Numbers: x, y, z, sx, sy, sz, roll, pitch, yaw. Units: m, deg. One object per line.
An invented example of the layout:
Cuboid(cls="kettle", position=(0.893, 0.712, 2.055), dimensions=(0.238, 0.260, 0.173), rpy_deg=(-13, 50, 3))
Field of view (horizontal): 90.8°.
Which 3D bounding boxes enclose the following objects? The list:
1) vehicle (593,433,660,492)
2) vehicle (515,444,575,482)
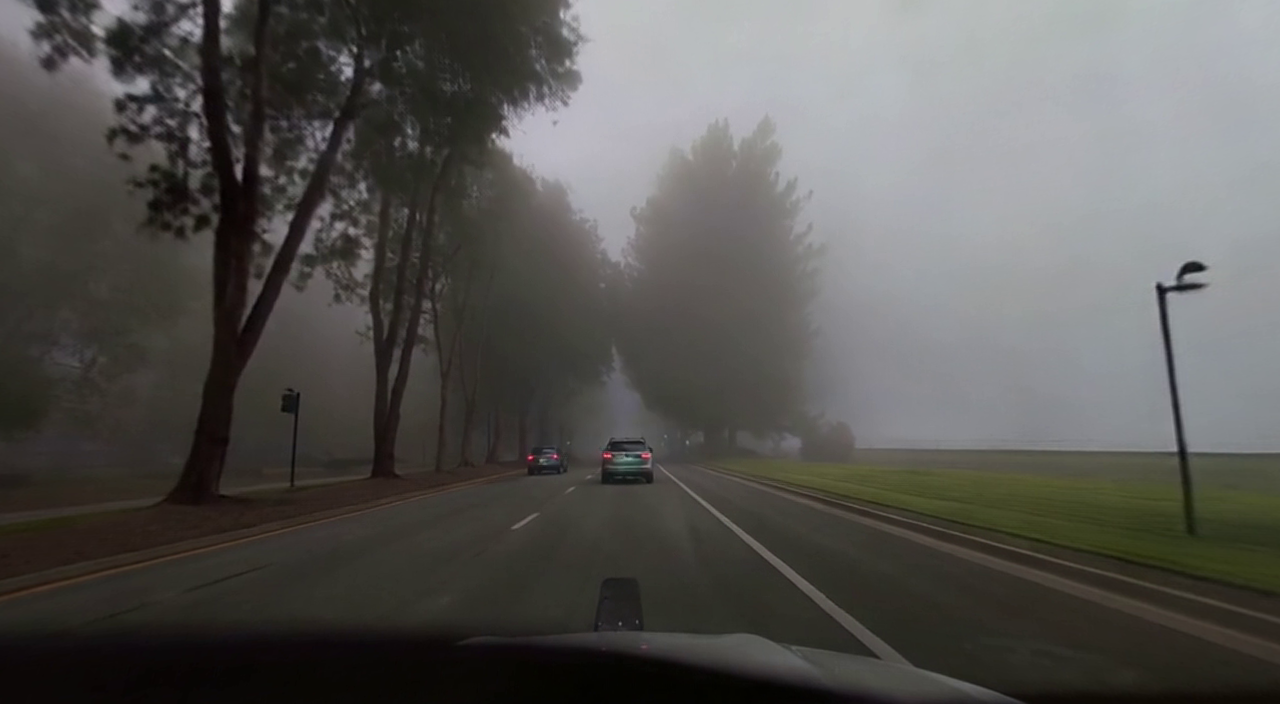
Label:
Cuboid(cls="vehicle", position=(-0.411, 3.620, 21.039), dimensions=(2.018, 1.769, 3.897), rpy_deg=(0, -8, 0))
Cuboid(cls="vehicle", position=(-4.096, 4.823, 27.830), dimensions=(1.936, 1.538, 4.016), rpy_deg=(0, -8, 1))
